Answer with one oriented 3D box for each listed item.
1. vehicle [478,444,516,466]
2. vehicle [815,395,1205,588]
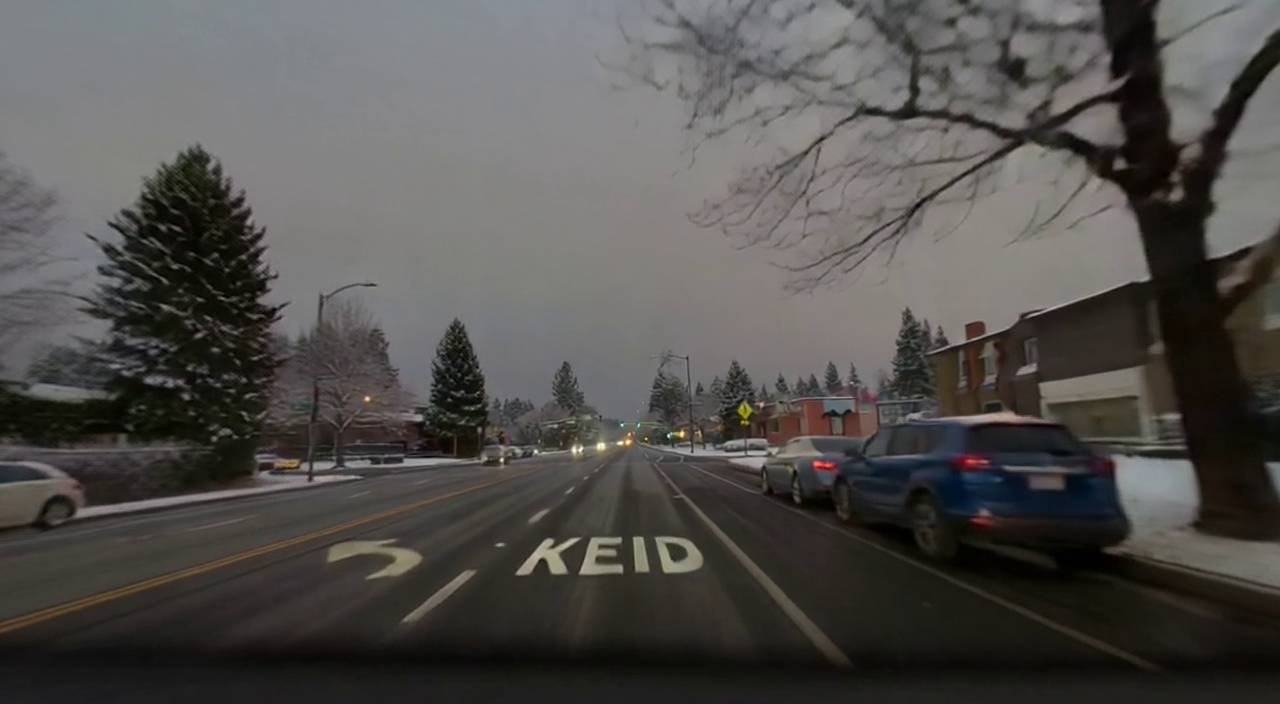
[{"bbox_3d":[-10.793,7.802,47.995,2.022,1.569,4.275,0,-8,-1],"label":"vehicle"},{"bbox_3d":[4.070,1.632,8.272,2.220,1.752,4.782,0,-8,1],"label":"vehicle"}]
